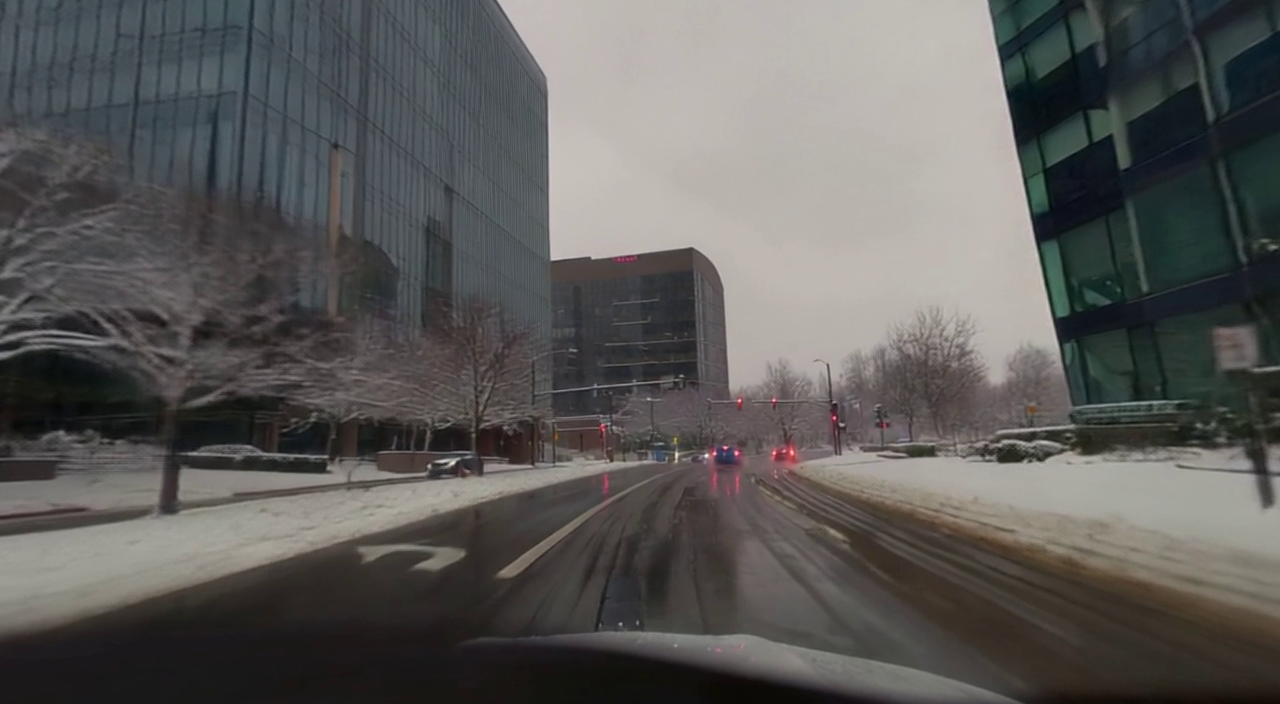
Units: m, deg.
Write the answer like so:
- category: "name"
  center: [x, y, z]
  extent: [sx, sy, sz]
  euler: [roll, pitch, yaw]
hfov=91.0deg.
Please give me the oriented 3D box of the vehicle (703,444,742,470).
- category: "vehicle"
  center: [5.136, 6.408, 38.726]
  extent: [2.127, 1.497, 4.020]
  euler: [-2, -9, 11]

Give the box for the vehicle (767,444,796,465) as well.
- category: "vehicle"
  center: [10.428, 7.525, 46.403]
  extent: [1.916, 1.492, 3.911]
  euler: [-2, -9, 13]

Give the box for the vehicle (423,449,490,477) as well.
- category: "vehicle"
  center: [-11.351, 6.908, 39.373]
  extent: [1.926, 1.619, 4.649]
  euler: [-2, -9, 13]
